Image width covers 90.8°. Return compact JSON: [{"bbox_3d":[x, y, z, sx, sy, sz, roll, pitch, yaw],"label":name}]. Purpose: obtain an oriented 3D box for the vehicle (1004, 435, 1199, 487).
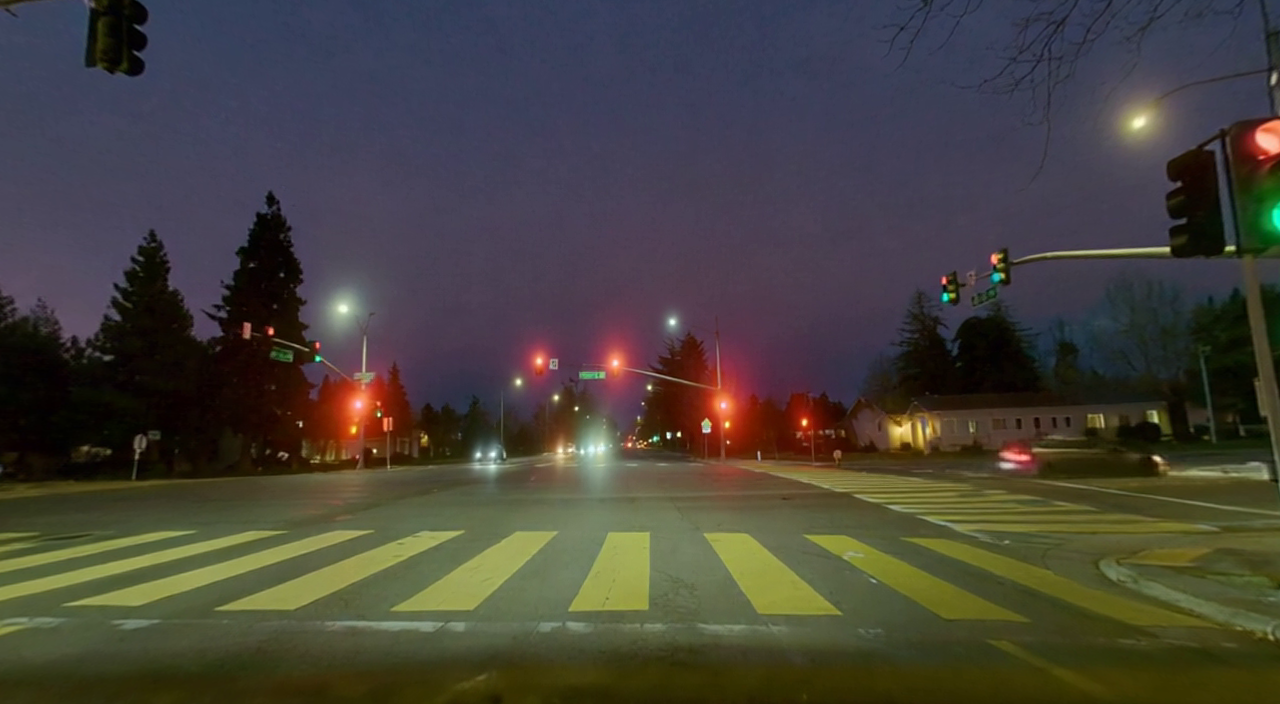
[{"bbox_3d":[15.016,3.577,20.820,4.734,1.585,1.940,-1,-8,5],"label":"vehicle"}]
